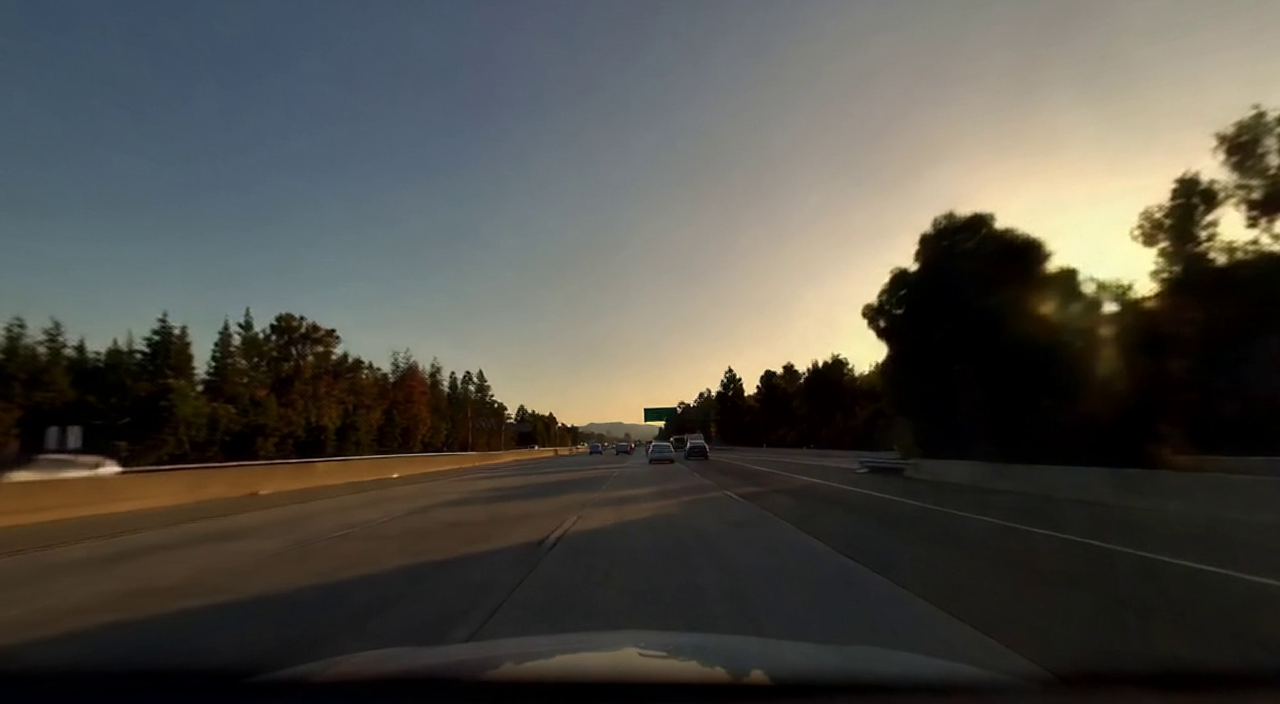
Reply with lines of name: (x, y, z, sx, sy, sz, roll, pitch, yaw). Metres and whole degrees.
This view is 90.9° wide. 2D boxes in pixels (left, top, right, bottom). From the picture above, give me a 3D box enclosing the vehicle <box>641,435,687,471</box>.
vehicle: (1.188, 5.363, 33.575, 2.260, 1.766, 4.348, 0, -8, 0)
